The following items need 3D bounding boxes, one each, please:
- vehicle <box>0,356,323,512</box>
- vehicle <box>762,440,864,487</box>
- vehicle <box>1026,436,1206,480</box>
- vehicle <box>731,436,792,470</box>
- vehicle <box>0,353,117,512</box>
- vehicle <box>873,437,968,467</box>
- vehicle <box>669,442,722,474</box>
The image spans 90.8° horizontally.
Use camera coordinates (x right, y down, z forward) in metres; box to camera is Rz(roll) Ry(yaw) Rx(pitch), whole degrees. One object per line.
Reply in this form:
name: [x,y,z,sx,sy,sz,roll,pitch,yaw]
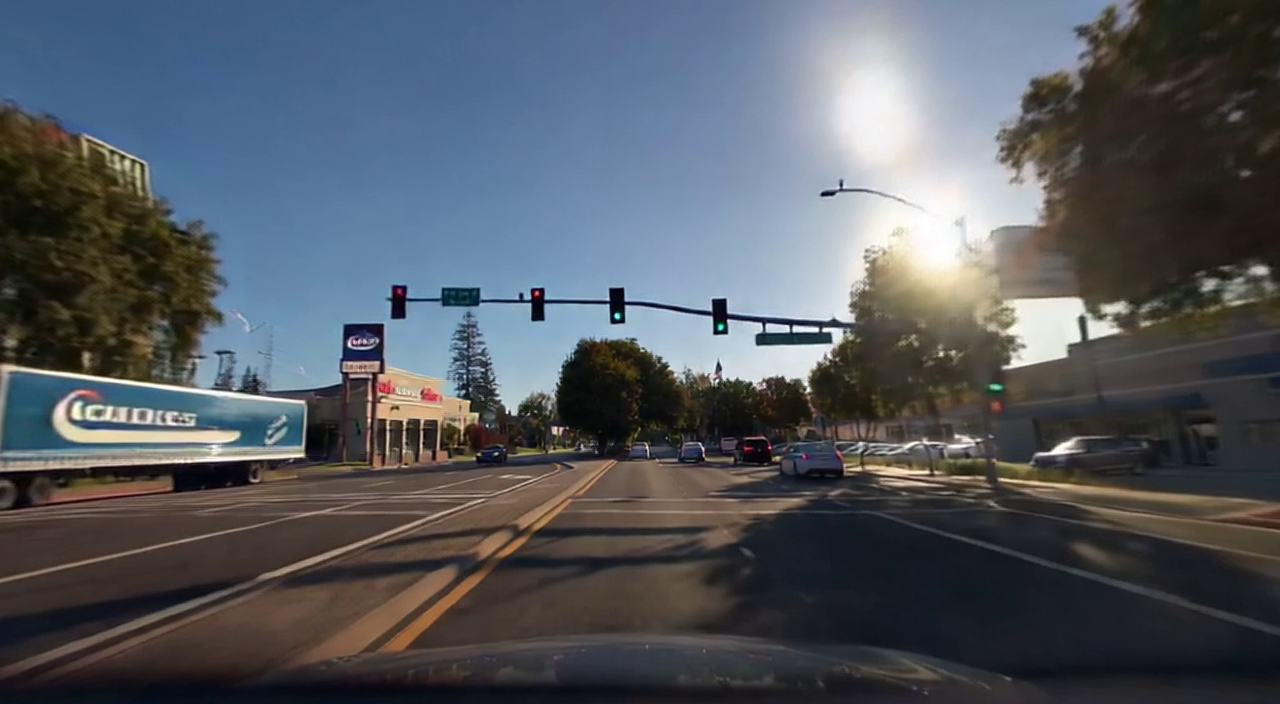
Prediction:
vehicle: [-18.973,3.480,26.052,3.058,4.328,16.976,-1,-8,0]
vehicle: [6.024,3.941,22.719,2.150,1.485,4.919,0,-8,-1]
vehicle: [16.704,3.730,22.359,4.679,1.448,2.178,0,-8,-3]
vehicle: [6.846,5.764,36.260,2.268,1.822,5.038,0,-8,-3]
vehicle: [-18.965,2.070,16.312,3.008,4.297,9.041,0,-8,0]
vehicle: [16.008,5.721,36.169,4.457,1.521,1.872,-2,-9,-3]
vehicle: [2.679,5.264,31.531,2.099,1.463,4.365,0,-8,-1]
